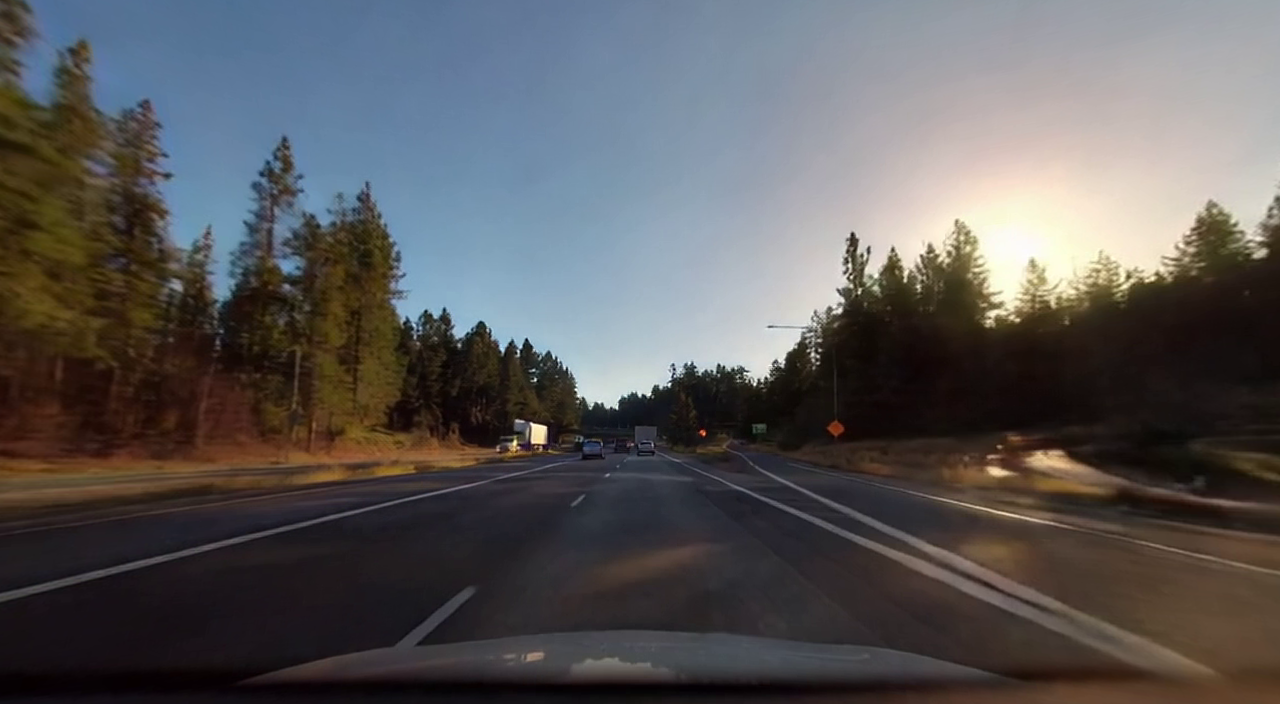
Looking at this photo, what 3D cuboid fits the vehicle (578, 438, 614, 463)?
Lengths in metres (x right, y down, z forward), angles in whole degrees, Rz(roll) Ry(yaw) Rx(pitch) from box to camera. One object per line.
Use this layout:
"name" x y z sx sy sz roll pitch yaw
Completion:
"vehicle" -3.157 7.178 46.018 2.129 1.742 4.217 -1 -8 3
